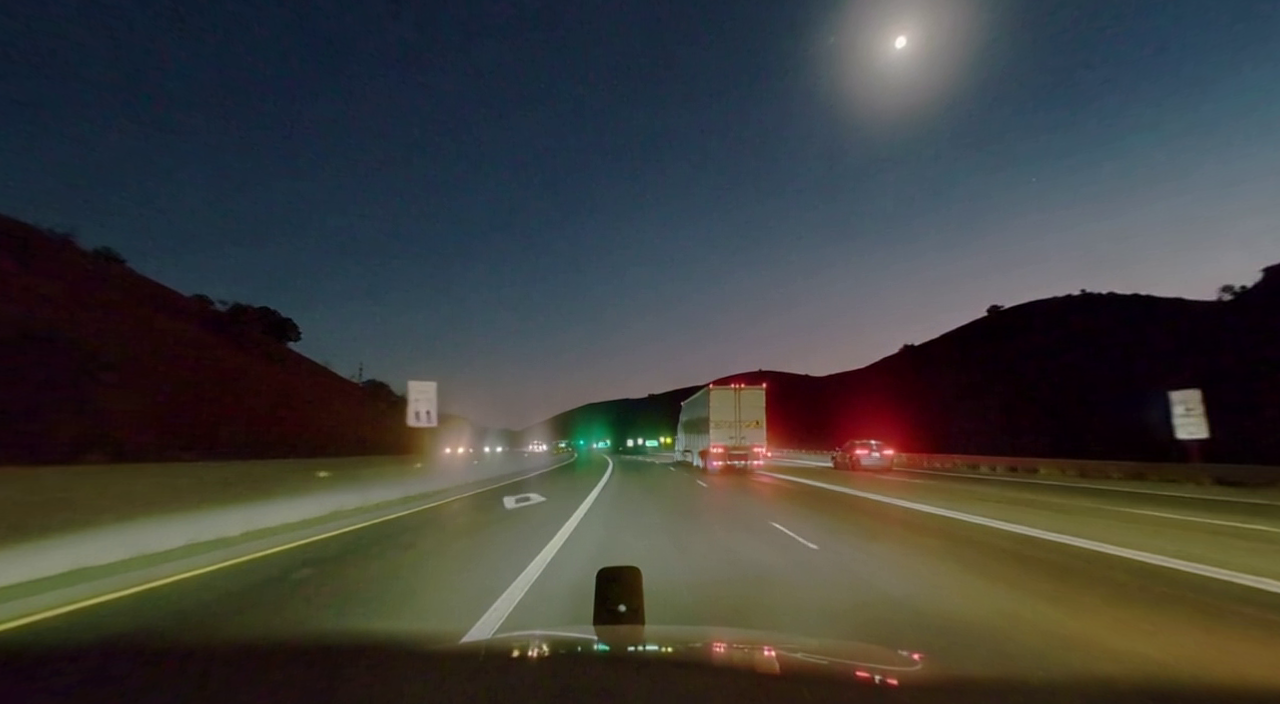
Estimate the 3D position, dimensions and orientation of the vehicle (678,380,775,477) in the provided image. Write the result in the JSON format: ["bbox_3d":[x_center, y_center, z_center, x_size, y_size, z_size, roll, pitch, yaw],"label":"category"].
[{"bbox_3d":[3.870,3.917,31.162,3.049,3.968,10.706,0,-9,-1],"label":"vehicle"}]

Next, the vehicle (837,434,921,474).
[{"bbox_3d":[11.307,4.869,30.214,2.046,1.741,4.769,0,-9,-1],"label":"vehicle"}]
